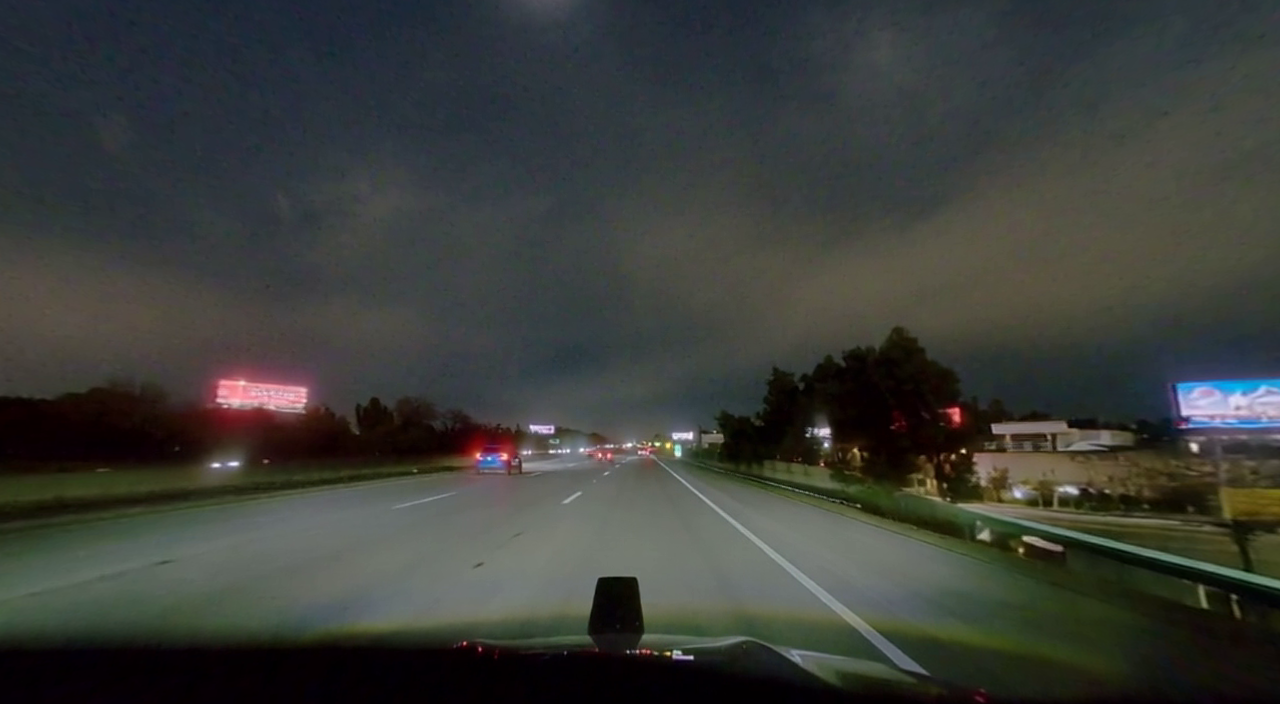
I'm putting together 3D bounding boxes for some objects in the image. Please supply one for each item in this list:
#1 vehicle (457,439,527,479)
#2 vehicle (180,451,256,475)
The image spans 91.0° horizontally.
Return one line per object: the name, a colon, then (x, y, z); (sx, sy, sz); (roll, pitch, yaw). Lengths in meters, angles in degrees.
vehicle: (-6.893, 5.029, 29.893); (2.055, 1.683, 4.804); (0, -9, 1)
vehicle: (-28.501, 7.487, 42.727); (1.881, 1.524, 4.579); (0, -9, 1)
